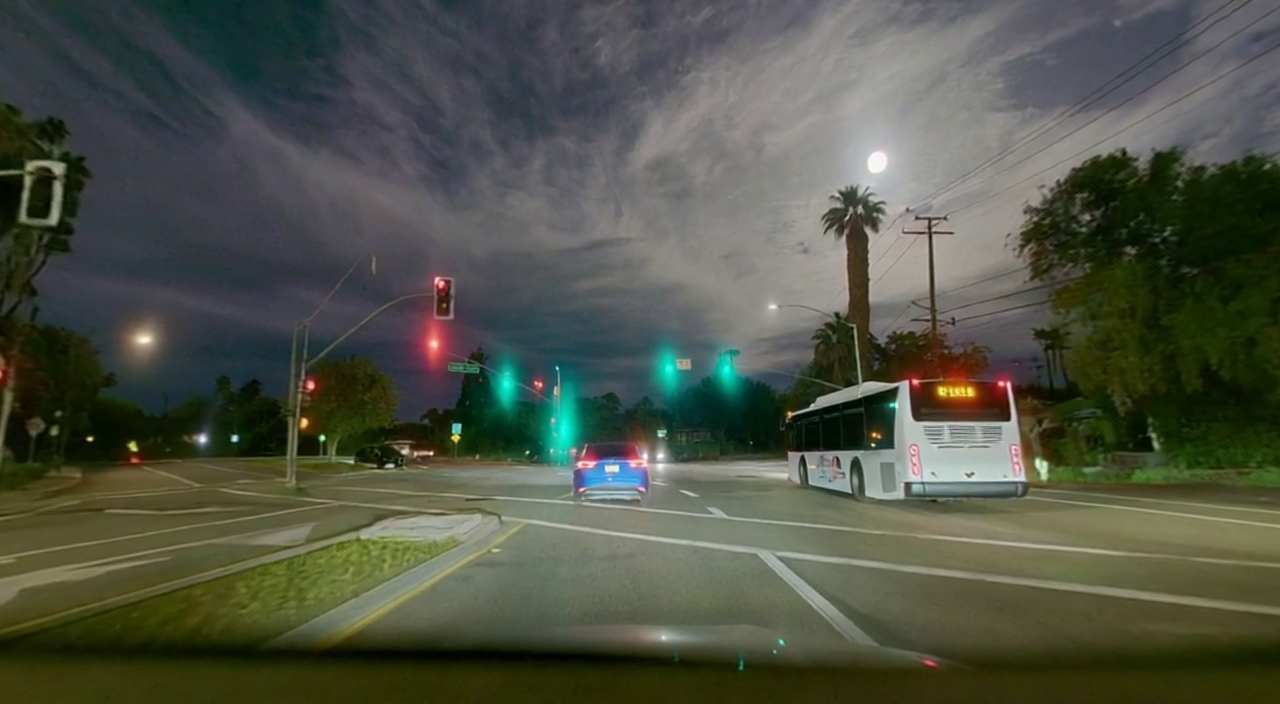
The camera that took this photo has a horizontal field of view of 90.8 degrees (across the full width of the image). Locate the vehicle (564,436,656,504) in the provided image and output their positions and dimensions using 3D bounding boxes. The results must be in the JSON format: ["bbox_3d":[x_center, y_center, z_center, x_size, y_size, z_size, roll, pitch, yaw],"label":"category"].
[{"bbox_3d":[-1.021,3.376,18.545,2.341,1.709,4.466,1,-9,-7],"label":"vehicle"}]

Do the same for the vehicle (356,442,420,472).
[{"bbox_3d":[-17.488,7.220,43.709,2.283,1.878,5.384,7,-12,-41],"label":"vehicle"}]

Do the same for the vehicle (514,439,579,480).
[{"bbox_3d":[-4.792,5.361,31.824,2.272,1.891,4.562,3,-9,-20],"label":"vehicle"}]

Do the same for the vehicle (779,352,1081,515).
[{"bbox_3d":[7.843,2.802,20.810,3.483,3.546,13.998,0,-9,1],"label":"vehicle"}]
